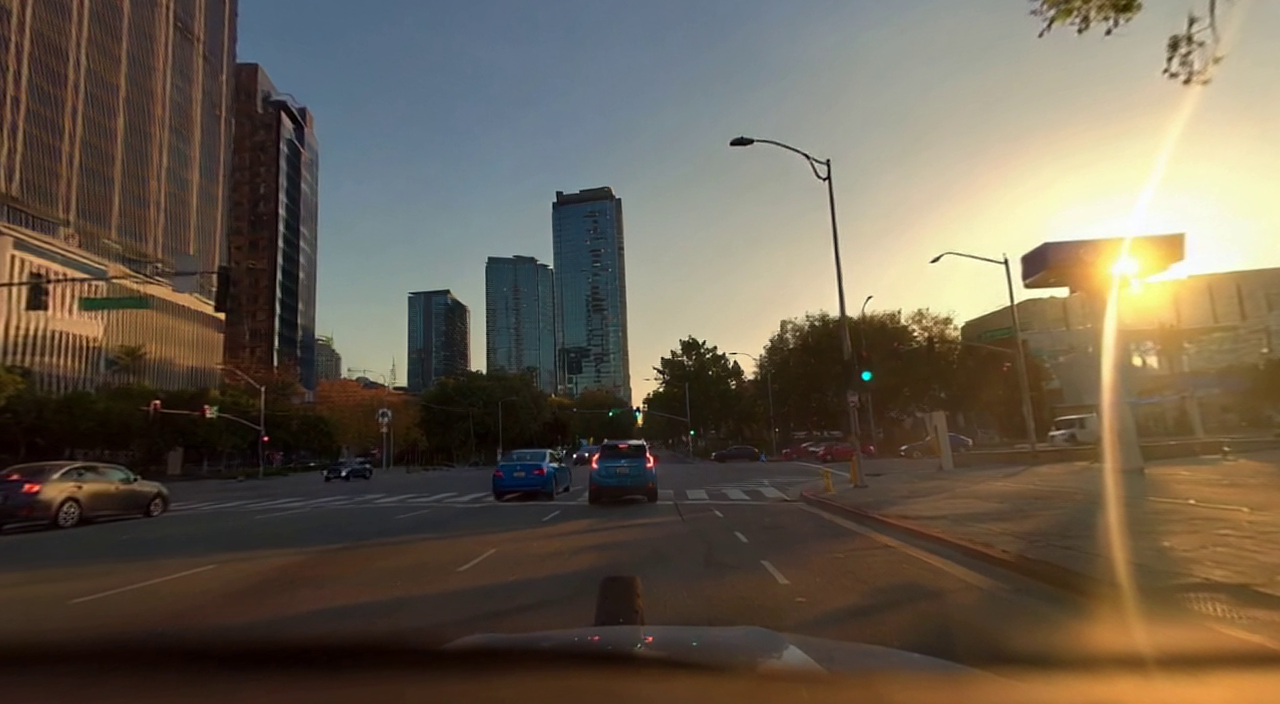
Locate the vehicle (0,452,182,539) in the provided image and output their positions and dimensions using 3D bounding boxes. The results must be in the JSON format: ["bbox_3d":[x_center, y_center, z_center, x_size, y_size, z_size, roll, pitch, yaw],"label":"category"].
[{"bbox_3d":[-13.451,3.181,14.716,1.995,1.626,4.592,0,-8,2],"label":"vehicle"}]

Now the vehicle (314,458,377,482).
[{"bbox_3d":[-20.831,8.372,44.929,1.949,1.480,4.932,0,-8,2],"label":"vehicle"}]

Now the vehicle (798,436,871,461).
[{"bbox_3d":[13.828,6.899,45.107,4.524,1.681,1.823,0,-8,0],"label":"vehicle"}]

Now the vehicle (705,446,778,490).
[{"bbox_3d":[3.902,4.275,23.664,1.976,1.462,4.342,-3,-9,18],"label":"vehicle"}]

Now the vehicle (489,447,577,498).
[{"bbox_3d":[-3.372,3.897,20.870,2.003,1.492,4.291,0,-8,2],"label":"vehicle"}]

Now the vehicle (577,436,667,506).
[{"bbox_3d":[-0.403,3.253,17.757,2.210,1.722,4.215,0,-8,1],"label":"vehicle"}]

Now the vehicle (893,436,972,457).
[{"bbox_3d":[20.699,6.686,44.826,4.700,1.417,1.789,0,-8,2],"label":"vehicle"}]
